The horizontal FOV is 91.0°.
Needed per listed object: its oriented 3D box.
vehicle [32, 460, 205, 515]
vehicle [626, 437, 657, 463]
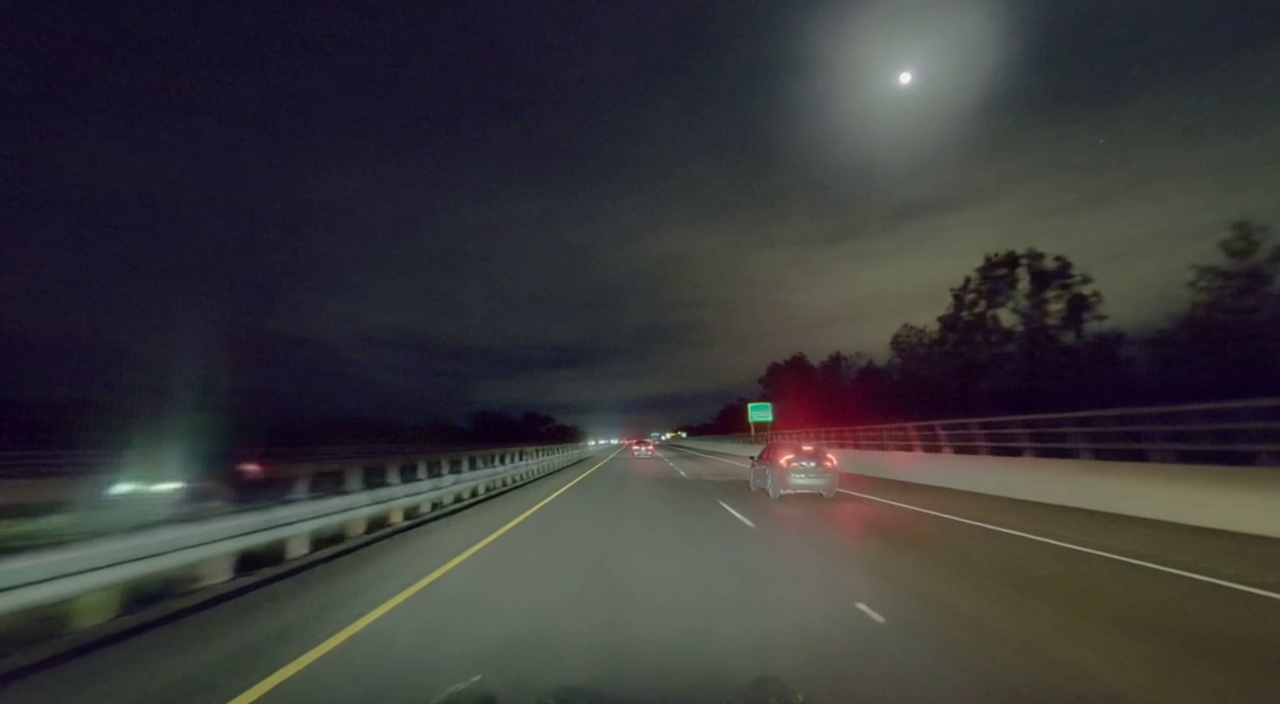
[{"bbox_3d":[-16.926,4.371,20.784,2.019,1.473,4.338,0,-8,-1],"label":"vehicle"},{"bbox_3d":[0.072,6.853,44.105,2.059,1.696,4.165,0,-8,-1],"label":"vehicle"}]
